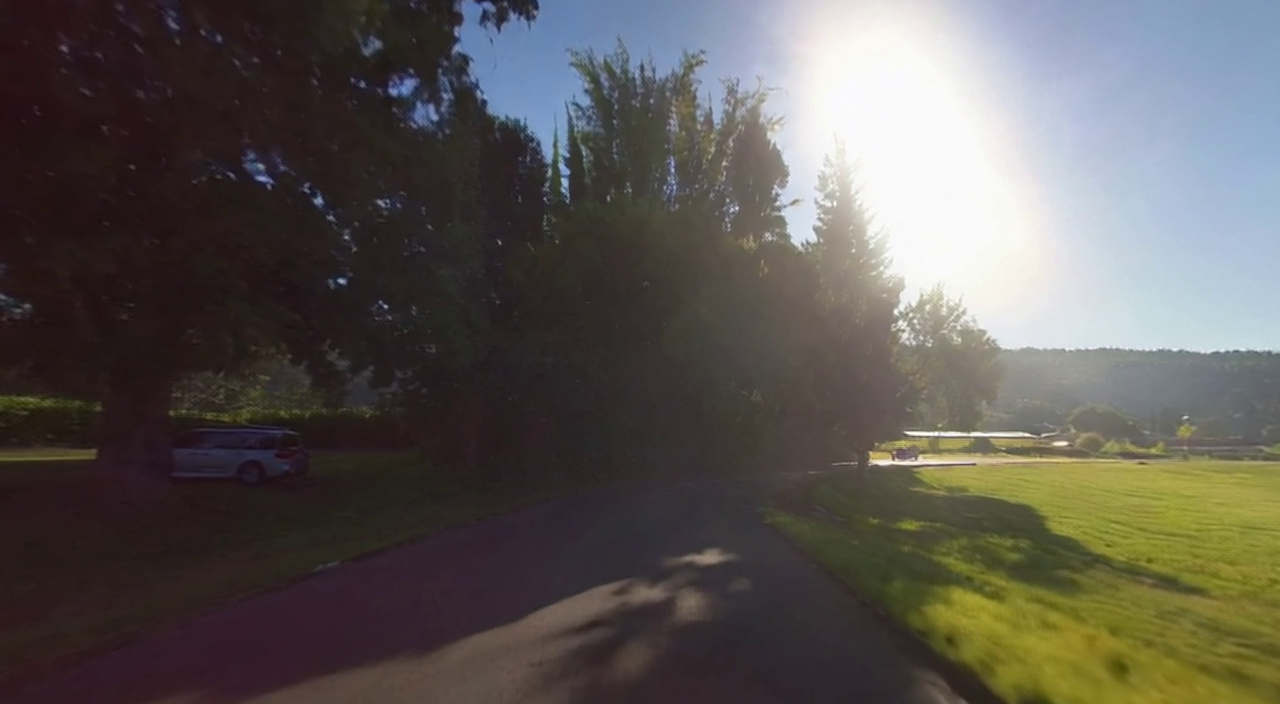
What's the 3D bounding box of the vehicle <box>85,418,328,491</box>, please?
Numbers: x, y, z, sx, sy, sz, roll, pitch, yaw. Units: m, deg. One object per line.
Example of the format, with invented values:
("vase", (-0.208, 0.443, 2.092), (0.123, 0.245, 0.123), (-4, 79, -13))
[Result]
("vehicle", (-10.295, 2.452, 15.122), (4.594, 1.607, 1.873), (-1, -9, 6))
